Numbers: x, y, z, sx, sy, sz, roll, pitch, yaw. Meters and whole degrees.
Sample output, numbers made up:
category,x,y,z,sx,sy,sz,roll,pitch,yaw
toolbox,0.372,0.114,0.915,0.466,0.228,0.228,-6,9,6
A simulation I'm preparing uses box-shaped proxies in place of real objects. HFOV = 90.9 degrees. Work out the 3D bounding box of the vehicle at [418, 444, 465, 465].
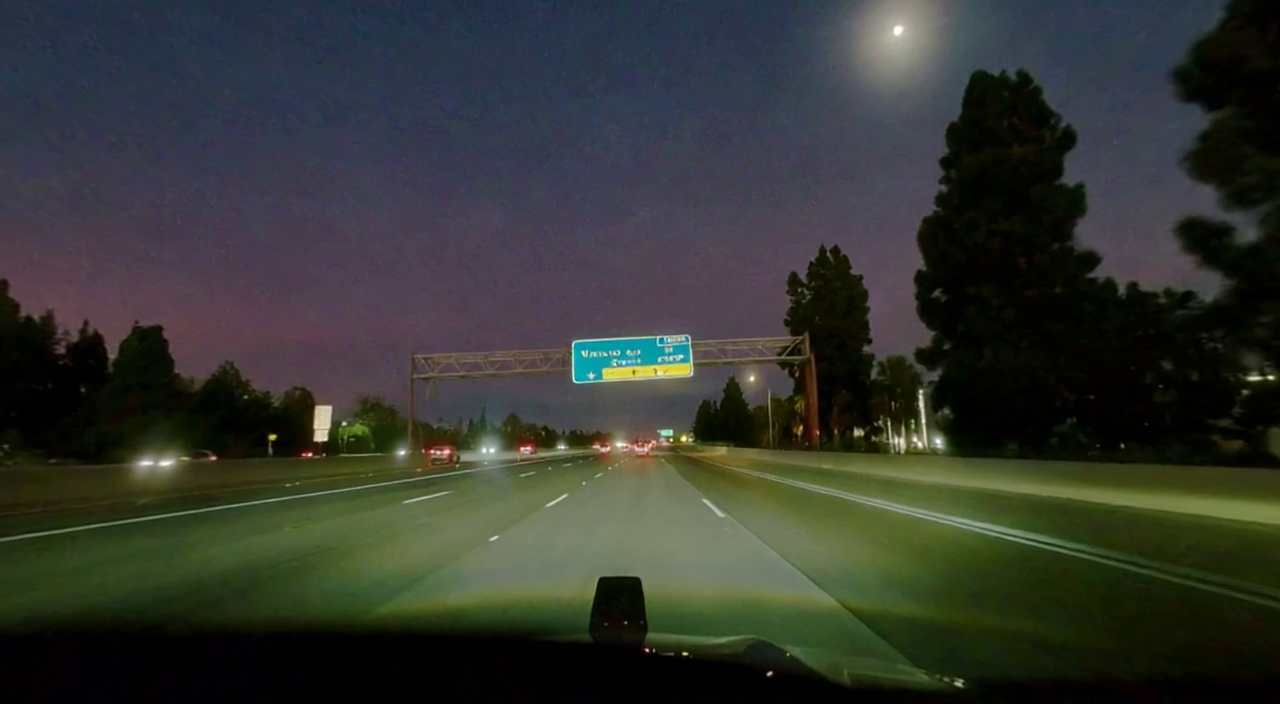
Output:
category,x,y,z,sx,sy,sz,roll,pitch,yaw
vehicle,-14.301,7.418,45.616,1.818,1.377,4.419,-1,-8,2

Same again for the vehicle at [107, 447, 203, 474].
category,x,y,z,sx,sy,sz,roll,pitch,yaw
vehicle,-30.289,6.756,39.609,1.863,1.551,5.152,0,-9,0
